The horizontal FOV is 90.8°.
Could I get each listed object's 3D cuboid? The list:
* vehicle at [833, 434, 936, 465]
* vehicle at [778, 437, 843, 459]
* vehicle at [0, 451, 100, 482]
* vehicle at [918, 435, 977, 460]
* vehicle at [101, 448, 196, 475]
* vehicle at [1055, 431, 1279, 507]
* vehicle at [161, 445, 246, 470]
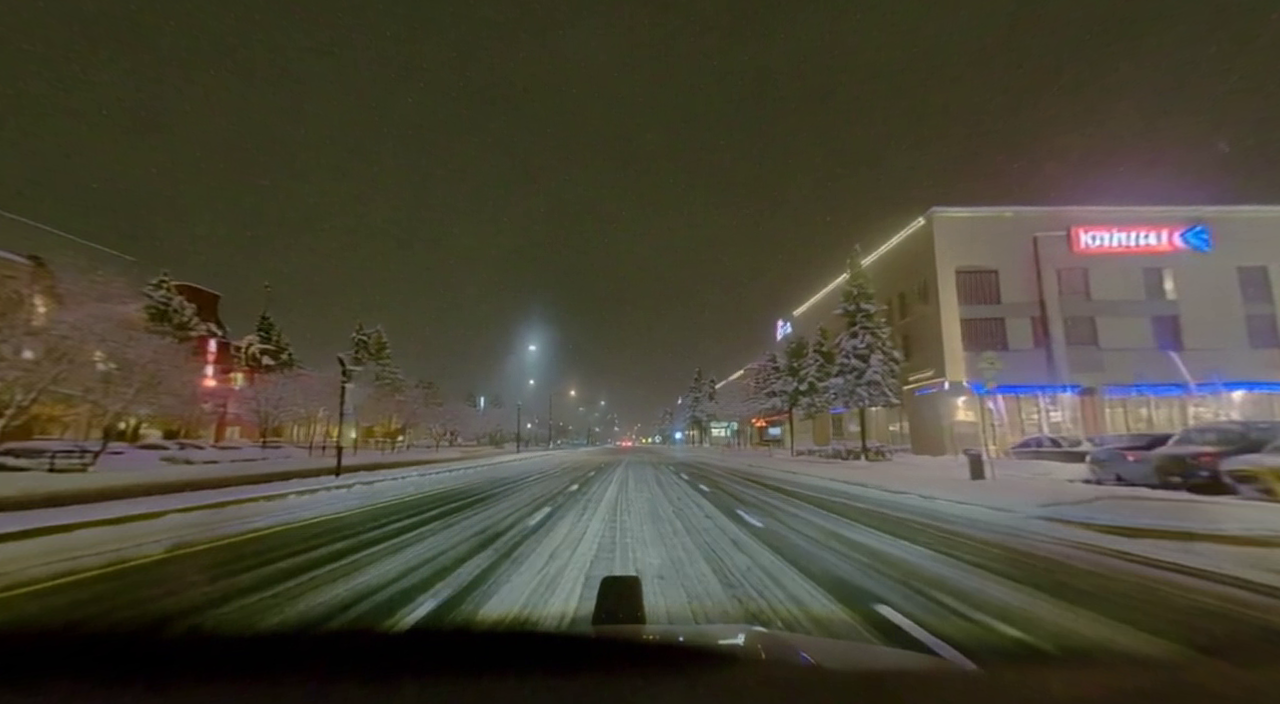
[{"bbox_3d":[14.227,5.728,37.018,5.134,1.732,2.047,0,-8,0],"label":"vehicle"},{"bbox_3d":[13.312,7.542,49.459,4.386,1.570,2.043,-1,-9,-2],"label":"vehicle"},{"bbox_3d":[-30.221,5.757,31.797,4.311,1.457,1.808,0,-8,-2],"label":"vehicle"},{"bbox_3d":[22.925,7.121,47.274,1.997,1.784,4.921,0,-8,1],"label":"vehicle"},{"bbox_3d":[-30.702,6.835,39.524,4.323,1.467,1.895,-2,-9,-1],"label":"vehicle"},{"bbox_3d":[12.801,2.776,15.443,1.928,1.465,4.874,-2,-9,-1],"label":"vehicle"},{"bbox_3d":[-30.810,7.445,44.708,4.441,1.667,2.223,-1,-8,6],"label":"vehicle"}]
